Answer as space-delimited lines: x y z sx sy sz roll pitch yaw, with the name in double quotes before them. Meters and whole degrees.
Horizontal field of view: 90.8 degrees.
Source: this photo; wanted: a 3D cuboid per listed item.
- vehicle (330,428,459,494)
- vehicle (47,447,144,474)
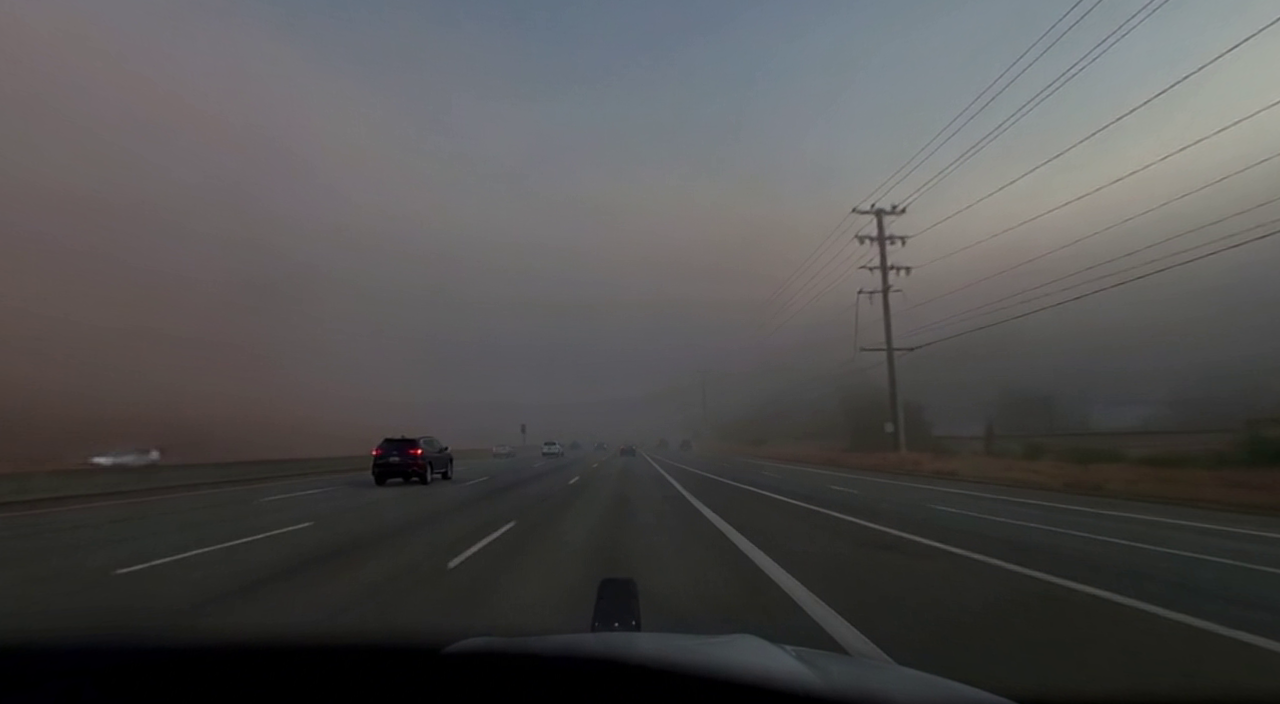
"vehicle" -7.599 3.420 20.273 2.115 1.799 5.444 0 -9 -2
"vehicle" -34.222 6.821 39.921 1.885 1.547 4.757 0 -9 0
